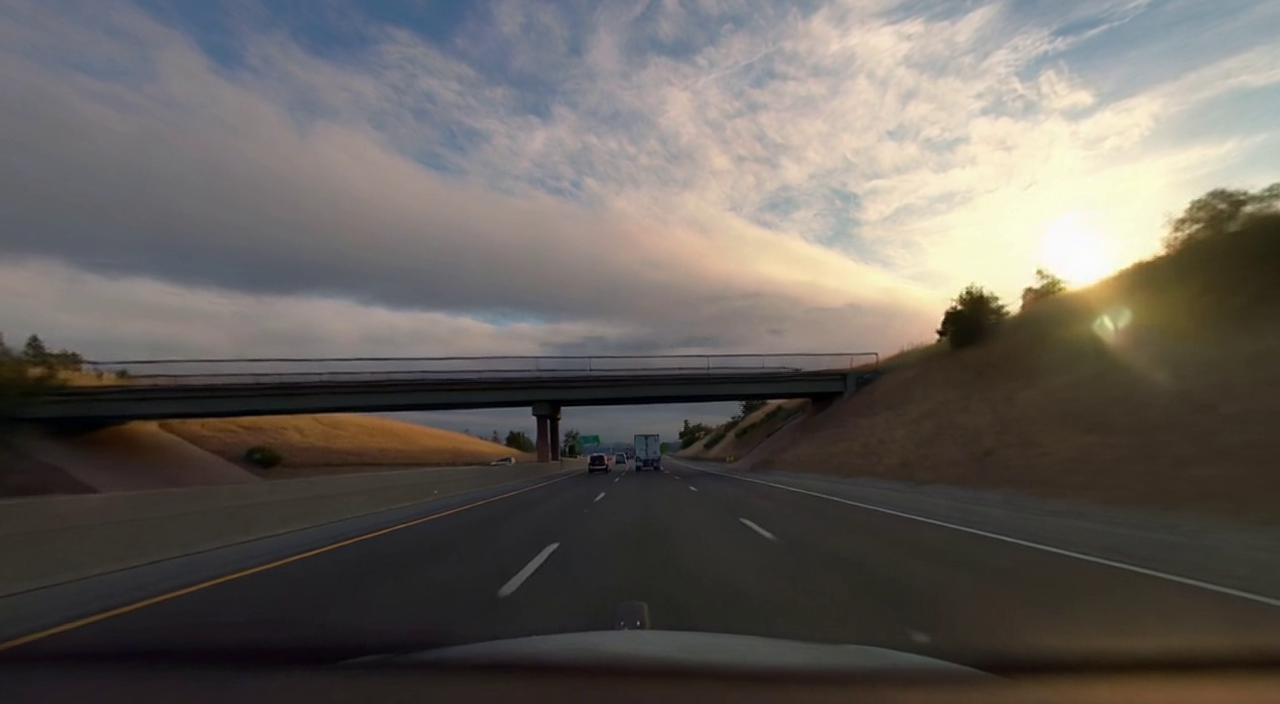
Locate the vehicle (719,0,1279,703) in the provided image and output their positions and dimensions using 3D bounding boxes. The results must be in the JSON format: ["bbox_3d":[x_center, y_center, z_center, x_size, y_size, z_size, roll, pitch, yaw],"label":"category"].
[{"bbox_3d":[4.074,1.158,11.550,3.131,4.037,16.729,0,-9,0],"label":"vehicle"}]

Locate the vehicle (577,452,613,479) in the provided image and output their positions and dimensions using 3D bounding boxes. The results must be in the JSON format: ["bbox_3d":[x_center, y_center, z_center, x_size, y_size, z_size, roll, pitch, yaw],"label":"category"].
[{"bbox_3d":[-2.844,7.303,40.890,2.007,1.647,3.854,0,-9,0],"label":"vehicle"}]
